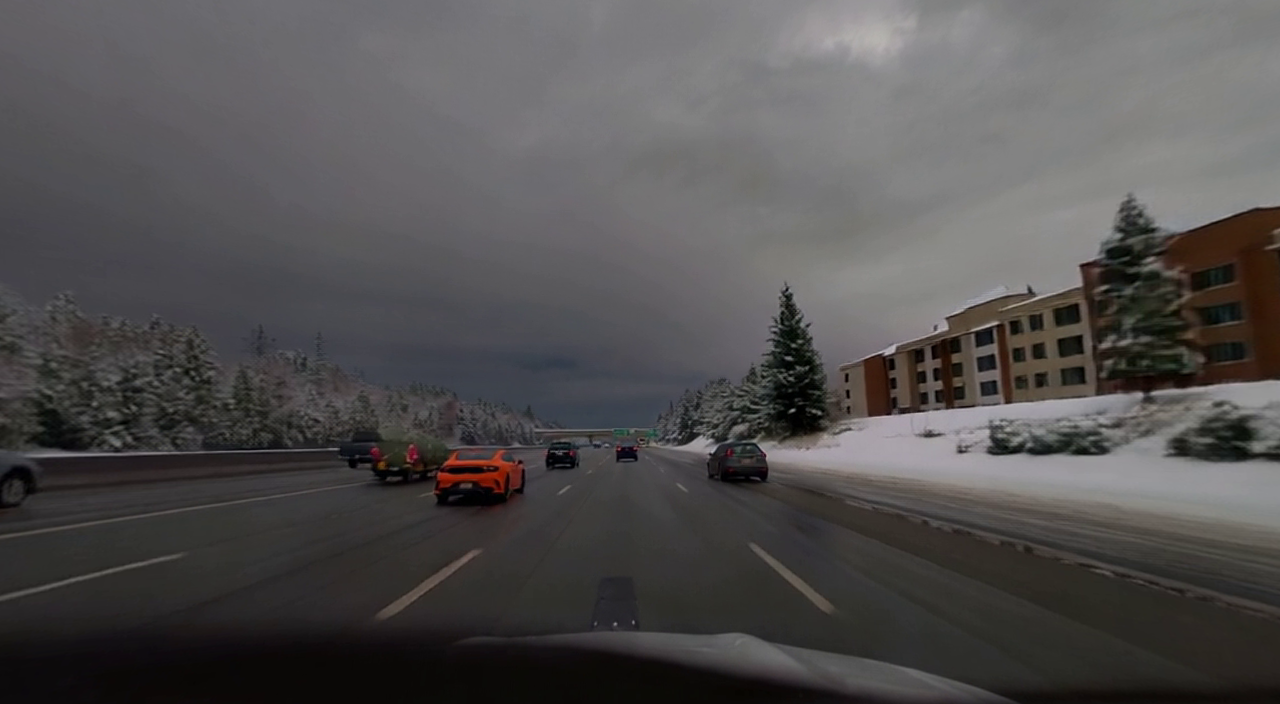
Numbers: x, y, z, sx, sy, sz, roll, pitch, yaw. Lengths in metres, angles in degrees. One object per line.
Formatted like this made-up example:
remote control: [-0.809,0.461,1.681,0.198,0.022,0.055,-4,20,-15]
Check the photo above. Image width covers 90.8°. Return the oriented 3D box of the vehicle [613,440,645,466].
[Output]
vehicle: [-0.739,6.701,42.177,2.053,1.650,3.945,0,-8,-1]

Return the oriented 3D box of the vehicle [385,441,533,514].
vehicle: [-3.958,2.810,14.732,2.124,1.426,4.444,0,-8,0]

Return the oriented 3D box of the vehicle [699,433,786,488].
vehicle: [3.334,3.628,21.516,2.061,1.658,4.417,0,-8,-2]

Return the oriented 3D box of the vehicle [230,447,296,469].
vehicle: [-26.264,7.392,44.246,1.816,1.457,4.598,0,-8,0]

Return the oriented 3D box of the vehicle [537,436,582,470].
vehicle: [-4.545,5.801,36.427,2.044,1.774,4.329,0,-8,-1]
